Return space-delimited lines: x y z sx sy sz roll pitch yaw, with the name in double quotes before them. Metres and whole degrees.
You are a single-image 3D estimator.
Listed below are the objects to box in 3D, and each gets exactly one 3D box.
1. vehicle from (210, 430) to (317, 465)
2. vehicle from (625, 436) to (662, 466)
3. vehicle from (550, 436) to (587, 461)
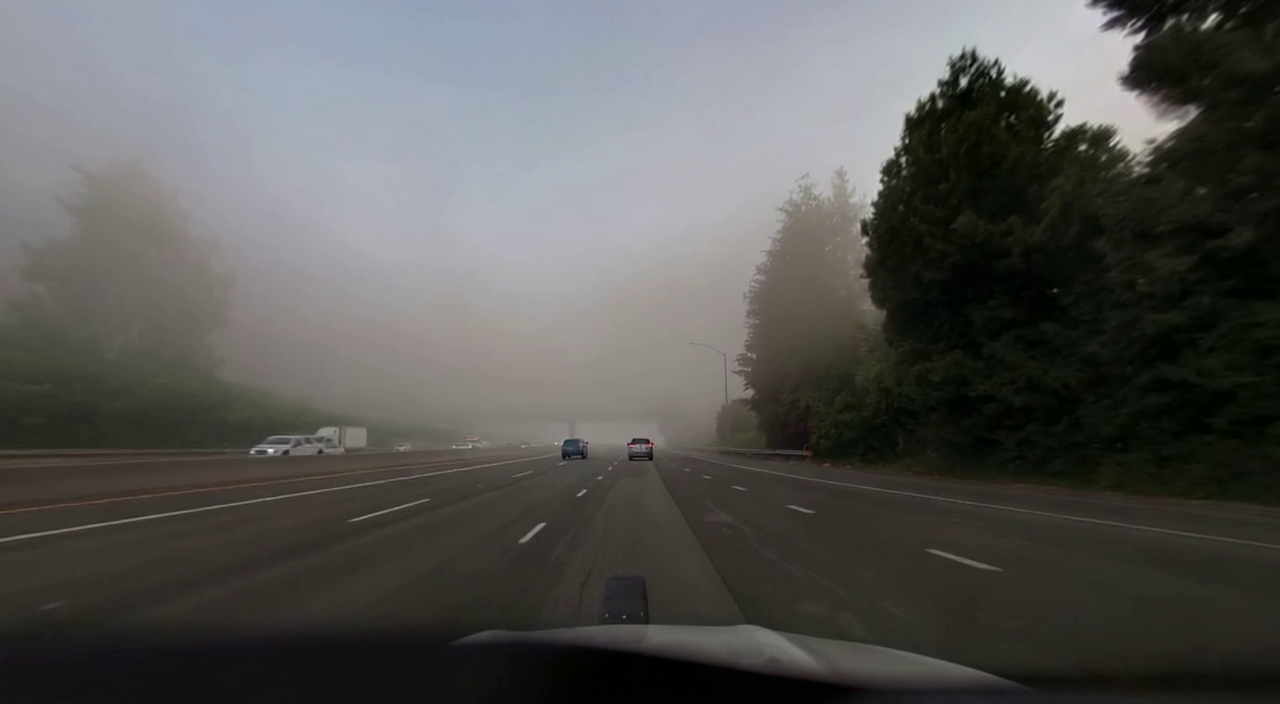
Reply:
"vehicle" -20.308 5.207 34.420 2.247 1.735 5.805 0 -8 0
"vehicle" 0.229 5.869 37.609 2.010 1.637 4.940 0 -8 1
"vehicle" -5.267 7.165 46.967 2.091 1.749 4.271 0 -8 2
